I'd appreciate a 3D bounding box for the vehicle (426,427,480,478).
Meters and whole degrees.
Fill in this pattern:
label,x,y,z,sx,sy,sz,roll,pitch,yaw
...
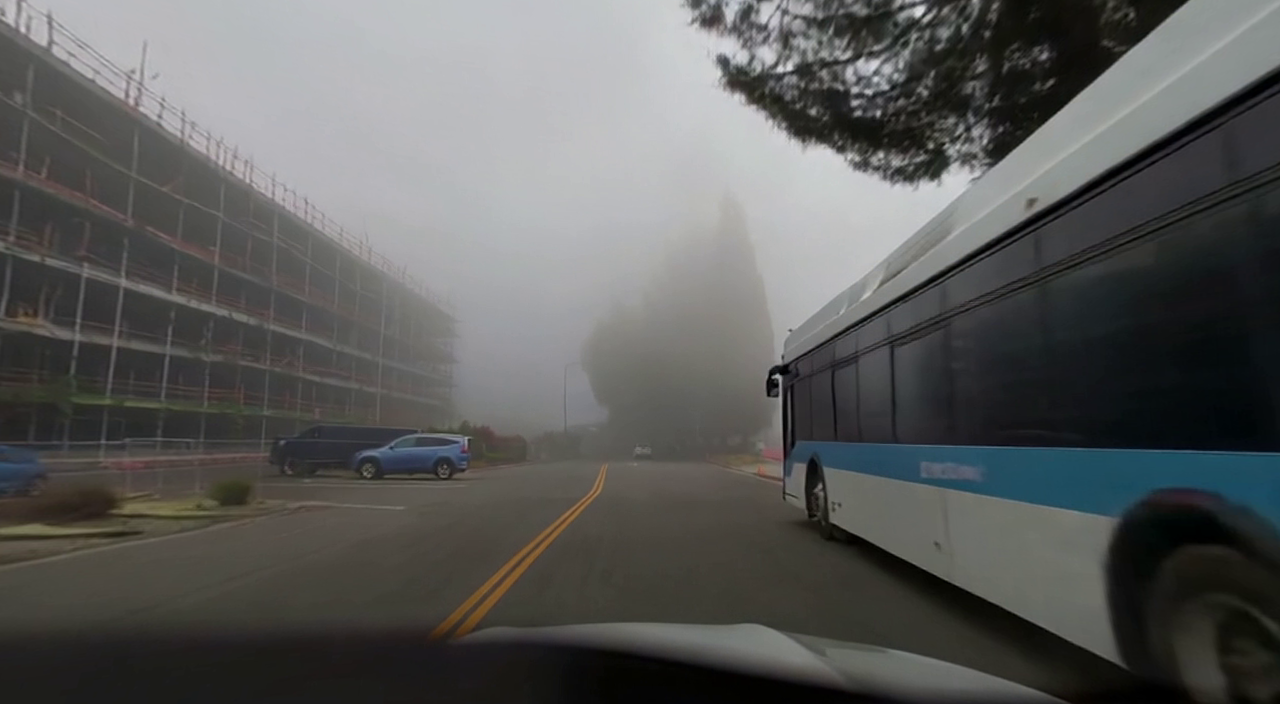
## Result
label,x,y,z,sx,sy,sz,roll,pitch,yaw
vehicle,-8.069,4.338,27.480,1.515,2.074,2.668,0,-7,-1

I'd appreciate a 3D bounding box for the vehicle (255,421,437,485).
label,x,y,z,sx,sy,sz,roll,pitch,yaw
vehicle,-13.513,4.741,29.724,7.067,2.785,2.980,1,-8,-9

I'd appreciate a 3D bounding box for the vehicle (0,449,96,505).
label,x,y,z,sx,sy,sz,roll,pitch,yaw
vehicle,-18.004,3.504,17.884,1.779,1.471,3.705,0,-8,1

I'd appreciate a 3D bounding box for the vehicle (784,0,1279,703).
label,x,y,z,sx,sy,sz,roll,pitch,yaw
vehicle,3.836,0.360,5.087,3.040,3.424,12.508,0,-8,3
